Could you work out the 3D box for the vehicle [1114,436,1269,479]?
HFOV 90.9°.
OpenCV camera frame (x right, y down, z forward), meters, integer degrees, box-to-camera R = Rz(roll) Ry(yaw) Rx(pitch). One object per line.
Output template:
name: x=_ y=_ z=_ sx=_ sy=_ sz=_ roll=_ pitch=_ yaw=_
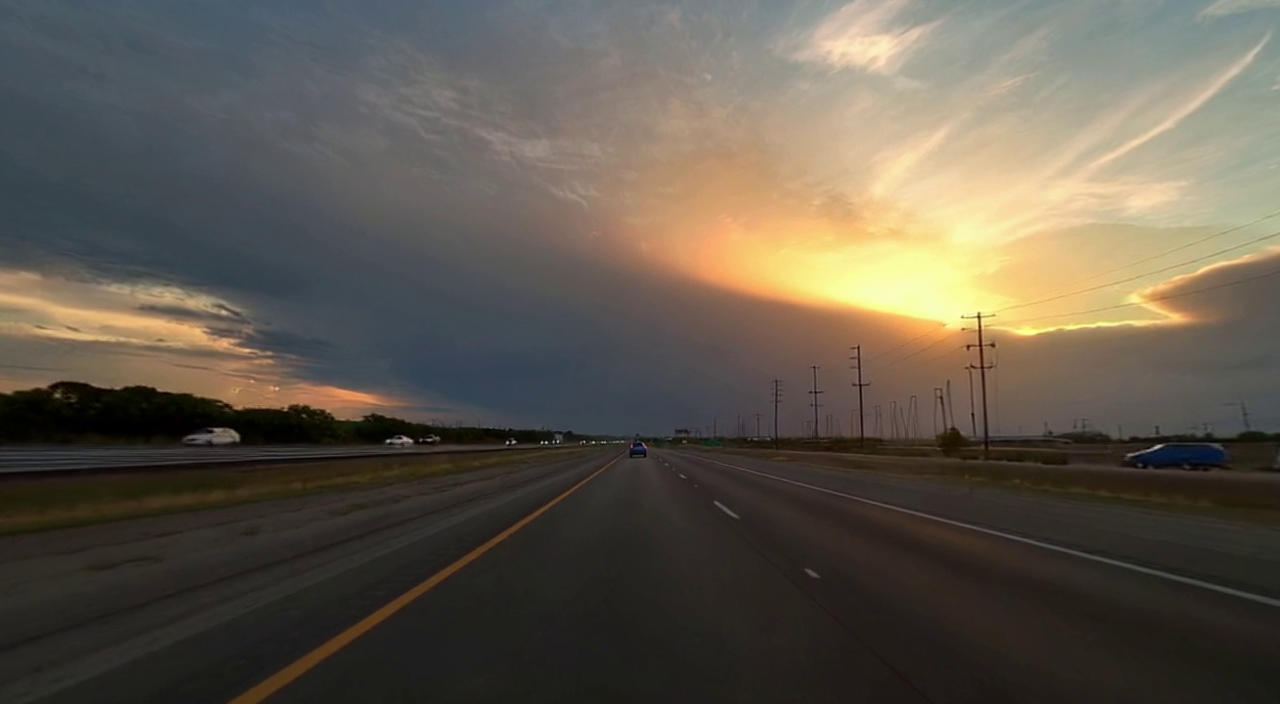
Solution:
vehicle: x=36.856 y=7.108 z=42.752 sx=2.760 sy=2.529 sz=8.485 roll=-1 pitch=-9 yaw=-1
